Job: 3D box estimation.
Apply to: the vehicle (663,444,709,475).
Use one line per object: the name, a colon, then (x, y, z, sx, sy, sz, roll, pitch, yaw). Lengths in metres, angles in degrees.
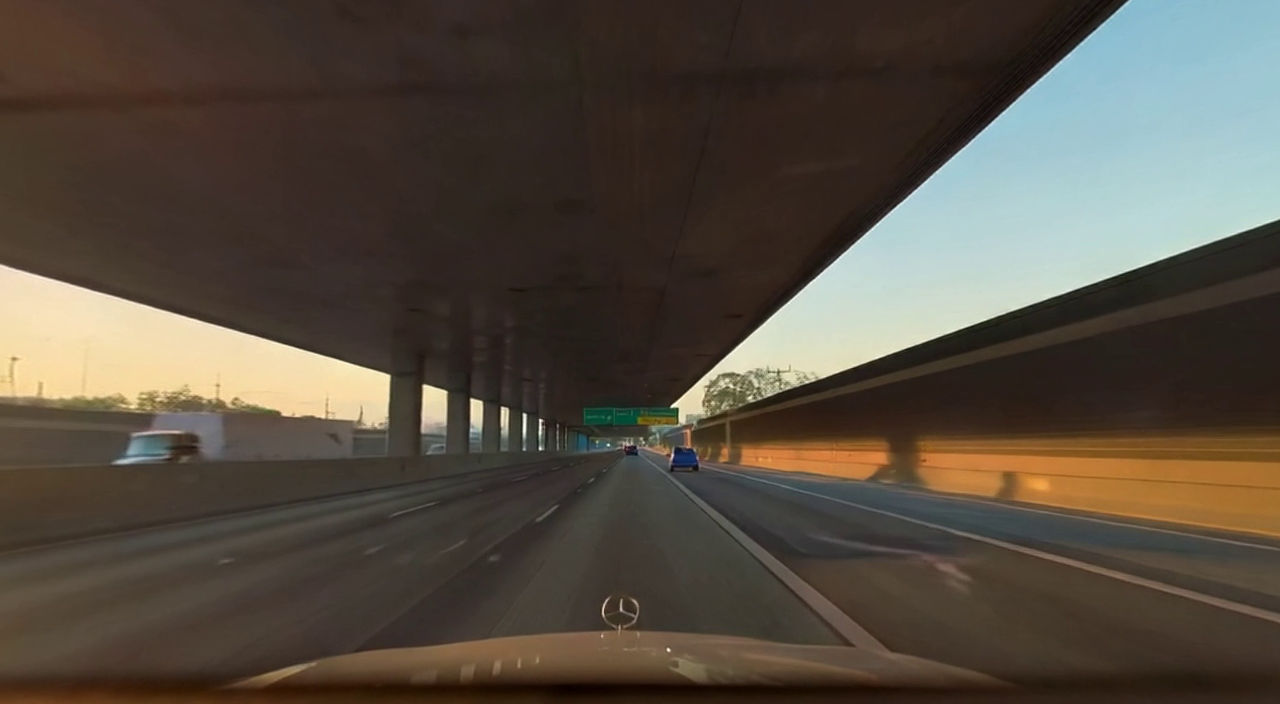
vehicle: (2.388, 5.708, 33.632, 2.055, 1.501, 4.321, 0, -9, -1)

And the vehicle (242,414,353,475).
vehicle: (-23.182, 6.392, 43.267, 2.827, 3.758, 8.343, 0, -9, 0)

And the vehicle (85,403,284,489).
vehicle: (-23.092, 4.931, 33.023, 2.988, 3.779, 10.024, 0, -9, -1)

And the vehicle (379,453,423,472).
vehicle: (-18.822, 8.695, 49.676, 1.843, 1.430, 4.316, 0, -9, 0)
